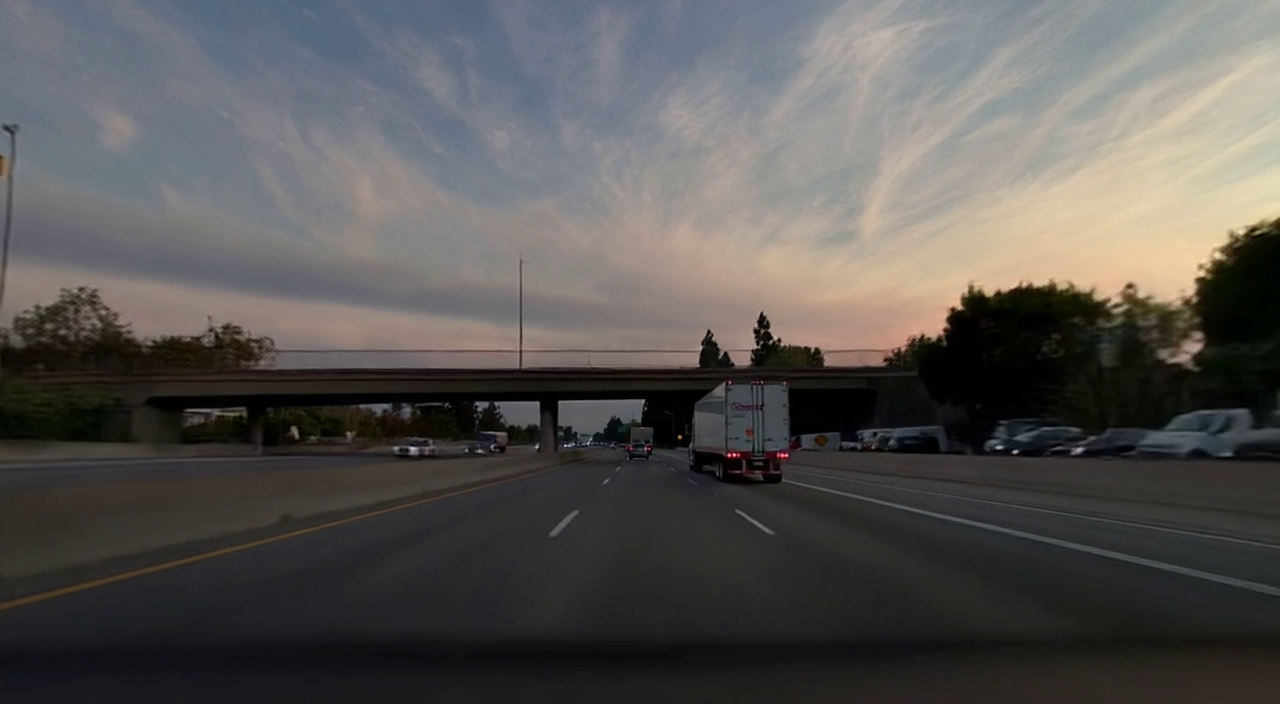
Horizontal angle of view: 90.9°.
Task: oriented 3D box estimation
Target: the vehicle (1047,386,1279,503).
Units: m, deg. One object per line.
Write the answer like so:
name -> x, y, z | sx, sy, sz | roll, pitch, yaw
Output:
vehicle -> 23.203, 3.903, 26.363 | 2.834, 3.946, 14.251 | 0, -9, 0

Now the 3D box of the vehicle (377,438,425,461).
vehicle -> -15.768, 6.431, 41.701 | 1.712, 1.422, 3.625 | 0, -9, 0

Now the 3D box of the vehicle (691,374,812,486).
vehicle -> 4.590, 3.860, 29.871 | 2.881, 3.995, 14.382 | 0, -9, -1

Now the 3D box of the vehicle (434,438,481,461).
vehicle -> -12.326, 6.592, 42.814 | 1.831, 1.463, 4.205 | 0, -9, 1
